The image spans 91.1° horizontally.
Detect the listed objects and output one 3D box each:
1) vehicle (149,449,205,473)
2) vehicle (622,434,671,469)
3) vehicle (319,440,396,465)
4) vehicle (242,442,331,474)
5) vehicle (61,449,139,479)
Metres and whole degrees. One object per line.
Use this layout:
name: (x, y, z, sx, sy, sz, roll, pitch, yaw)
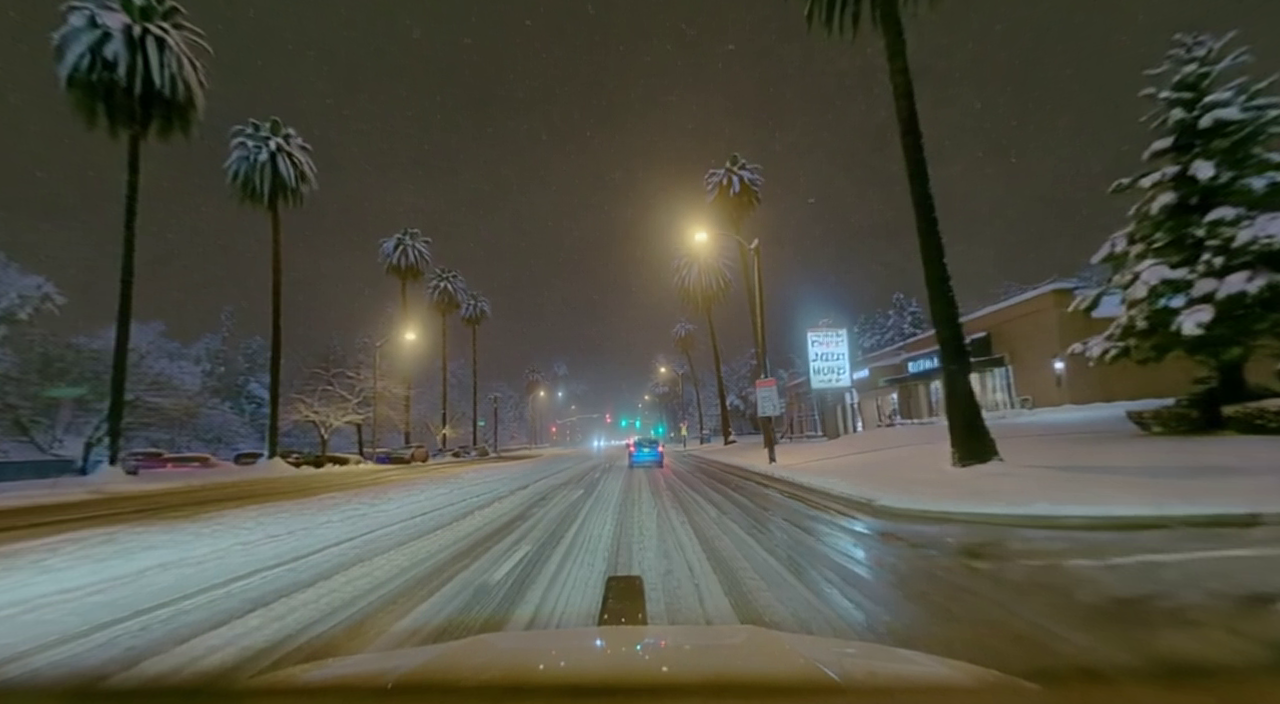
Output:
vehicle: (-35.016, 8.207, 47.455, 4.157, 1.639, 1.955, -6, -10, 33)
vehicle: (0.242, 4.639, 29.386, 2.144, 1.514, 4.063, 0, -8, -1)
vehicle: (-22.178, 7.893, 49.393, 4.961, 1.894, 2.256, 0, -9, -1)
vehicle: (-22.928, 6.868, 40.873, 4.672, 1.665, 1.957, -3, -7, -2)
vehicle: (-35.301, 7.279, 41.043, 4.727, 1.857, 2.136, -5, -10, 28)
